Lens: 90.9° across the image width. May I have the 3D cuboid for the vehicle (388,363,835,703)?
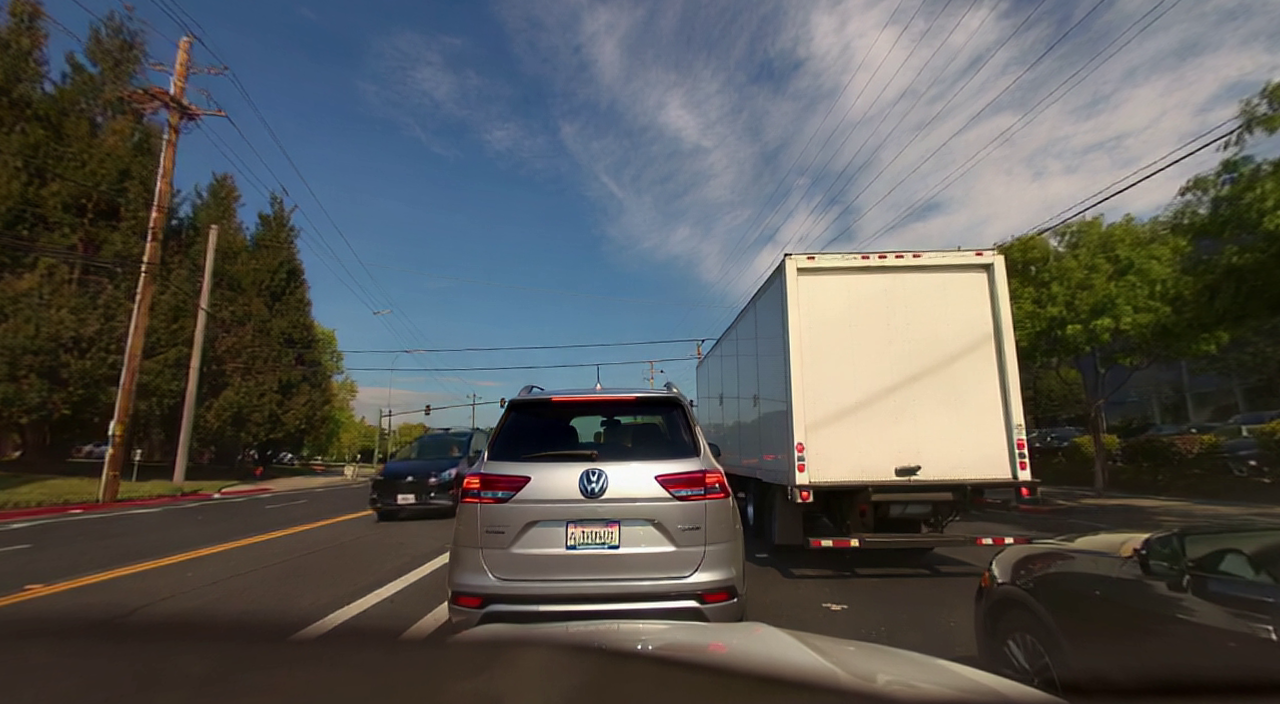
[{"bbox_3d":[-0.136,1.228,5.183,2.114,1.732,4.230,0,-8,0],"label":"vehicle"}]

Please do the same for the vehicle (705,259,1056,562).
[{"bbox_3d":[3.230,1.264,11.809,2.915,3.559,8.848,0,-8,-1],"label":"vehicle"}]

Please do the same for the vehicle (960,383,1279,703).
[{"bbox_3d":[2.830,0.745,1.191,1.971,1.484,4.728,0,-8,0],"label":"vehicle"}]
